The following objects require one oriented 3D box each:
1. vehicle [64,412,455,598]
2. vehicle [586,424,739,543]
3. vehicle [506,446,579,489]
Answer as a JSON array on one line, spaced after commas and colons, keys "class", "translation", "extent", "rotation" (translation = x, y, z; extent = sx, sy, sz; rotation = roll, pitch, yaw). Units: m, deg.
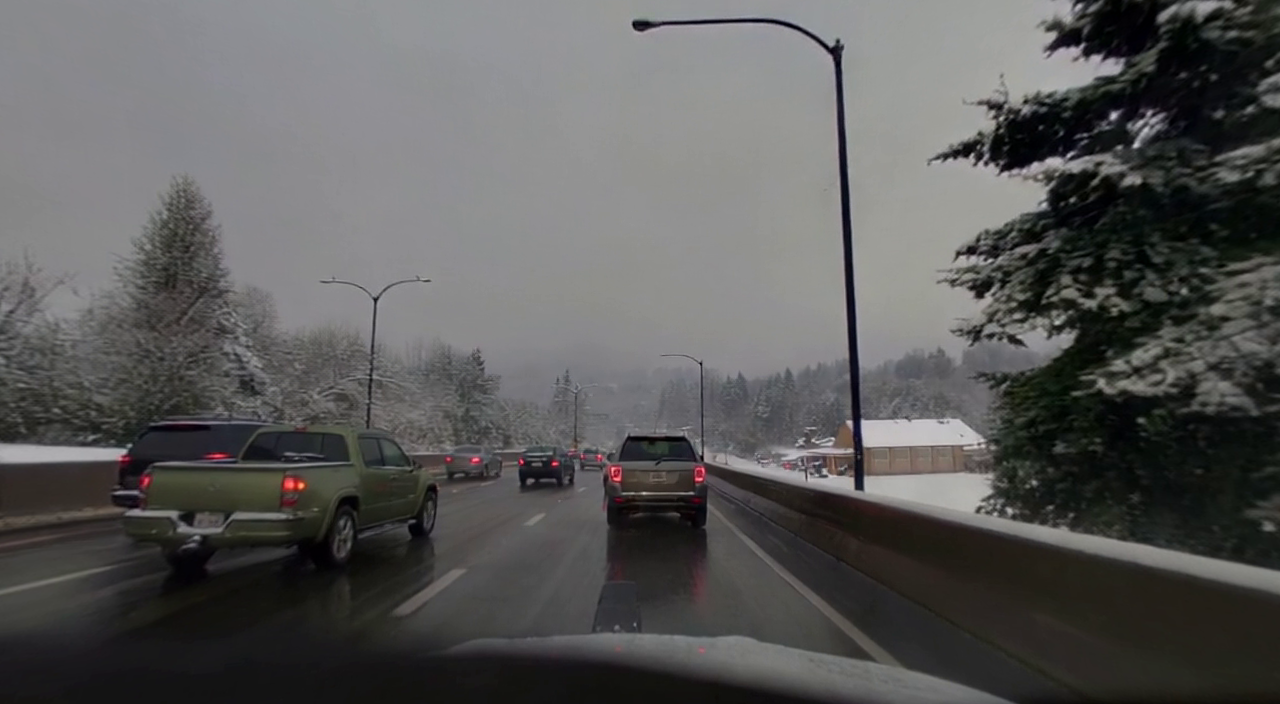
[{"class": "vehicle", "translation": [-4.174, 1.734, 8.061], "extent": [2.076, 1.688, 4.334], "rotation": [-1, -9, 4]}, {"class": "vehicle", "translation": [0.386, 2.265, 11.543], "extent": [2.235, 1.716, 4.435], "rotation": [-1, -8, 2]}, {"class": "vehicle", "translation": [-3.550, 4.288, 23.878], "extent": [1.868, 1.470, 4.105], "rotation": [-1, -9, 4]}]
